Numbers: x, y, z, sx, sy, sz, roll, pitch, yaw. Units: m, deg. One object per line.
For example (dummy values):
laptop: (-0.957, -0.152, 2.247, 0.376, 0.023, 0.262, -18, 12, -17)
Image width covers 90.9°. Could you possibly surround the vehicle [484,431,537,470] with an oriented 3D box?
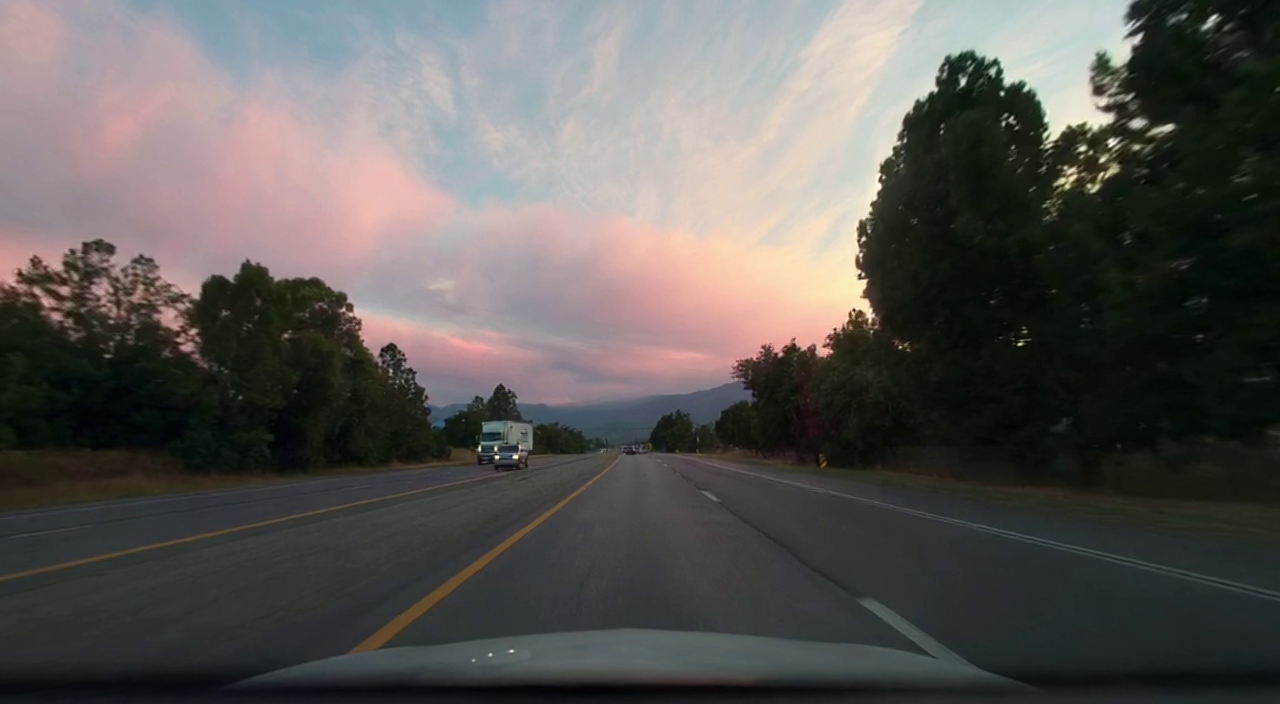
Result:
vehicle: (-9.277, 7.132, 45.839, 2.233, 2.593, 7.395, 0, -9, 0)
